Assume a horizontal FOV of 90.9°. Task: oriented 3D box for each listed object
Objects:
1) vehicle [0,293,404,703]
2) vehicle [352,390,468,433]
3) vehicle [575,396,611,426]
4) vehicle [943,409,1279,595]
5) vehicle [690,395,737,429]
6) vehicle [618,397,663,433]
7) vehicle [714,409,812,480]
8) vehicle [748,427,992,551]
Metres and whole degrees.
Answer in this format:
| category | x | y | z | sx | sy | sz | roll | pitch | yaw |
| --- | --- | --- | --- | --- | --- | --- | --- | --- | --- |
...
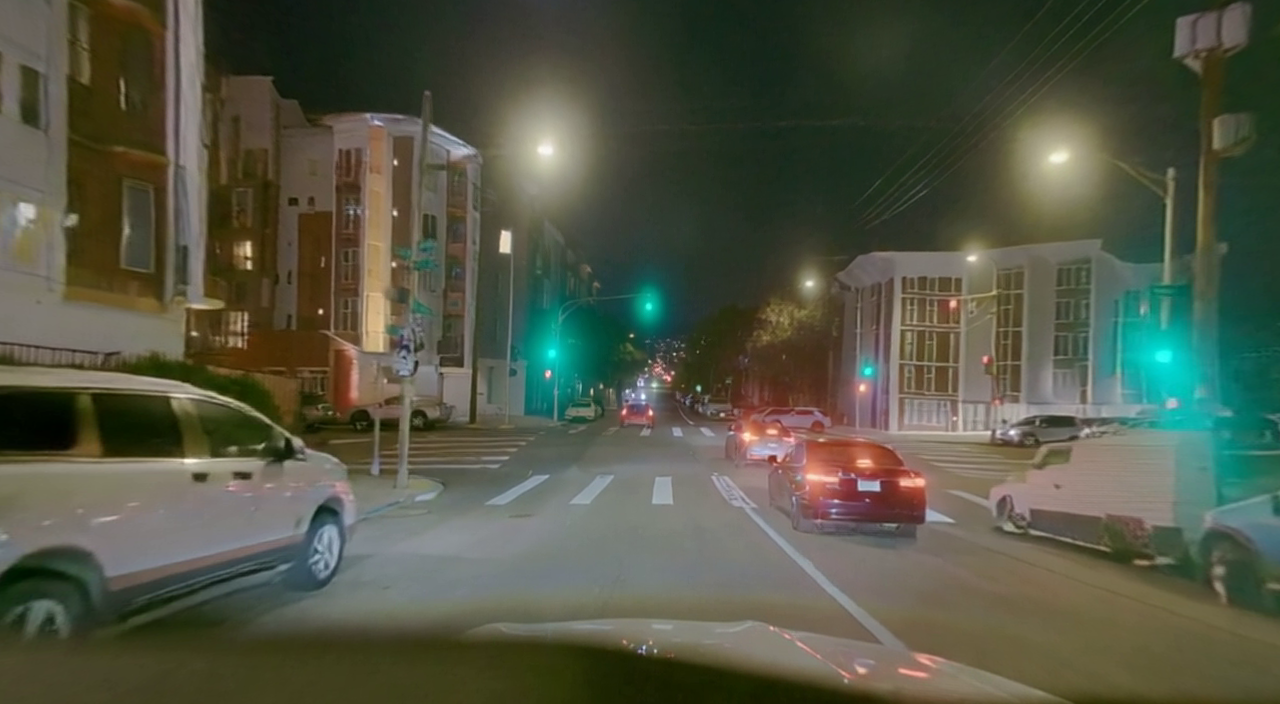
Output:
| category | x | y | z | sx | sy | sz | roll | pitch | yaw |
| --- | --- | --- | --- | --- | --- | --- | --- | --- | --- |
| vehicle | -3.552 | 0.961 | 4.192 | 2.016 | 1.885 | 4.723 | 0 | -8 | 1 |
| vehicle | -10.164 | 2.684 | 28.115 | 4.304 | 1.755 | 2.083 | 0 | -8 | 1 |
| vehicle | -2.676 | 3.480 | 36.766 | 1.878 | 1.521 | 3.697 | 0 | -8 | -1 |
| vehicle | 6.111 | 1.765 | 8.330 | 1.999 | 1.752 | 4.502 | 0 | -8 | 1 |
| vehicle | 3.897 | 3.311 | 34.187 | 2.093 | 1.655 | 4.327 | 0 | -8 | 1 |
| vehicle | 0.063 | 2.961 | 29.025 | 1.923 | 1.460 | 3.923 | 0 | -8 | 1 |
| vehicle | 3.331 | 2.509 | 17.864 | 1.970 | 1.490 | 4.016 | 0 | -1 | 0 |
| vehicle | 3.130 | 1.974 | 9.849 | 2.055 | 1.450 | 4.676 | 0 | -8 | 0 |
